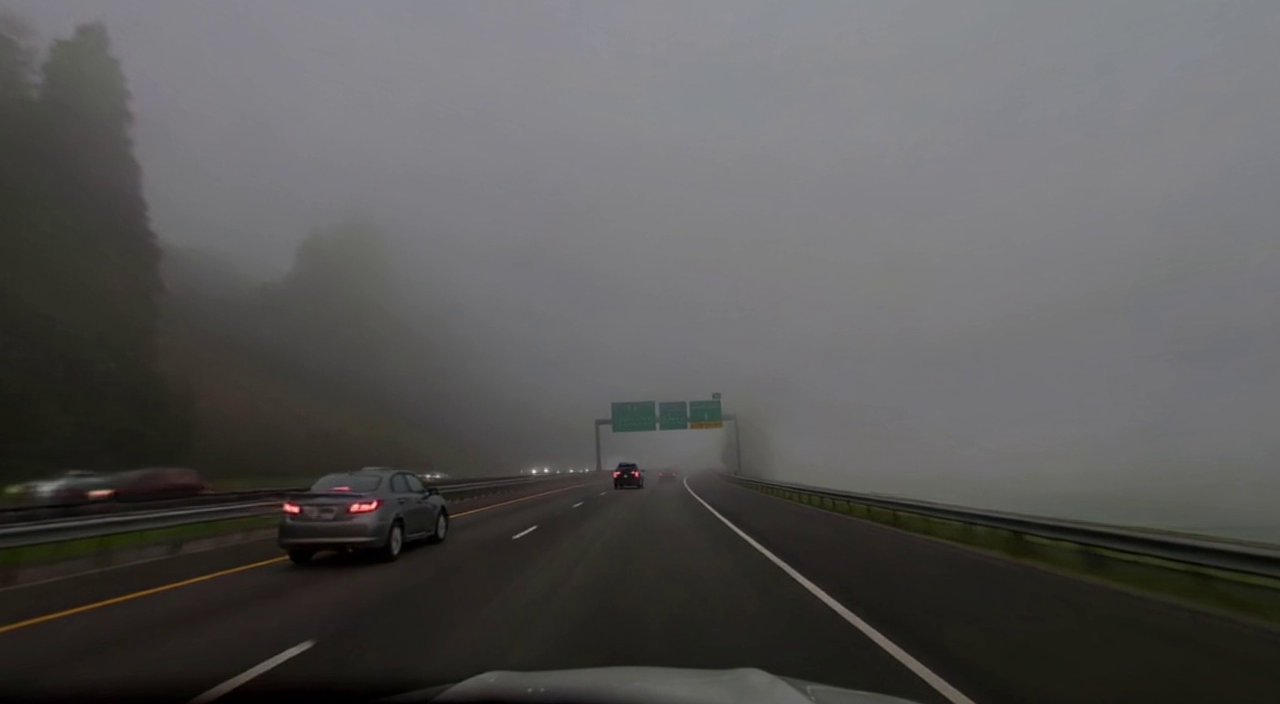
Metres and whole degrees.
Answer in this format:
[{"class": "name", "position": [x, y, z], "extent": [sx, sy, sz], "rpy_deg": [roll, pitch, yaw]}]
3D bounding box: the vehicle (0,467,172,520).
[{"class": "vehicle", "position": [-17.852, 4.456, 20.239], "extent": [1.993, 1.456, 4.555], "rpy_deg": [1, -10, 2]}]

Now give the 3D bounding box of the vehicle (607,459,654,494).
[{"class": "vehicle", "position": [-0.404, 6.289, 31.907], "extent": [2.000, 1.594, 3.996], "rpy_deg": [0, -11, 4]}]

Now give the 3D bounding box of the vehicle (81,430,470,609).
[{"class": "vehicle", "position": [-3.948, 1.946, 8.127], "extent": [2.063, 1.556, 4.740], "rpy_deg": [1, -10, 2]}]
